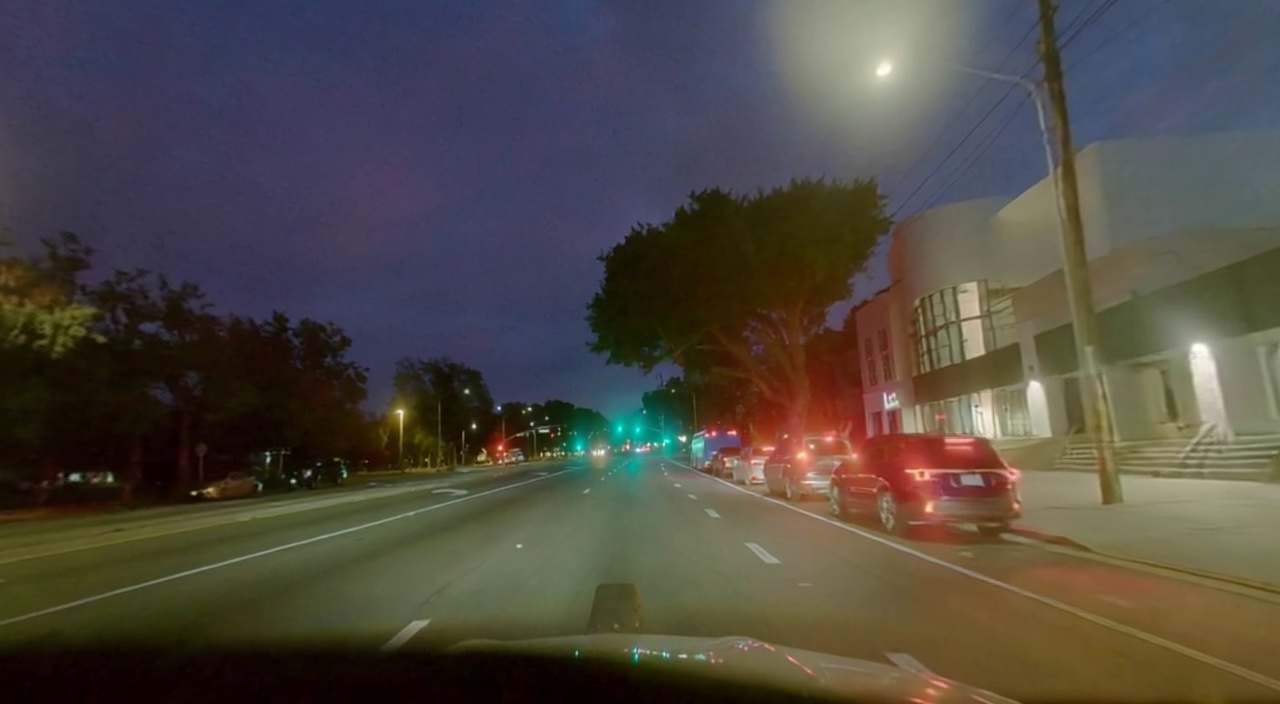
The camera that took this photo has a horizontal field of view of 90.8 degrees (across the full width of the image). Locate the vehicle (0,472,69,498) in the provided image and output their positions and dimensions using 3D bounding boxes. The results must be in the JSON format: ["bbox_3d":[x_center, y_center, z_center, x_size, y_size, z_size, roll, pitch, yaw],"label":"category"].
[{"bbox_3d":[-41.535,8.875,42.178,4.609,1.553,2.129,0,-9,-1],"label":"vehicle"}]

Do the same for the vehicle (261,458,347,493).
[{"bbox_3d":[-19.567,7.183,37.075,2.166,1.804,4.897,-1,-9,3],"label":"vehicle"}]

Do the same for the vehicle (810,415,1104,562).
[{"bbox_3d":[4.447,1.998,10.009,2.094,1.731,4.763,0,-9,-1],"label":"vehicle"}]

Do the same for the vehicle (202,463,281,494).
[{"bbox_3d":[-28.977,9.180,46.043,4.426,1.782,2.056,-4,-8,1],"label":"vehicle"}]
